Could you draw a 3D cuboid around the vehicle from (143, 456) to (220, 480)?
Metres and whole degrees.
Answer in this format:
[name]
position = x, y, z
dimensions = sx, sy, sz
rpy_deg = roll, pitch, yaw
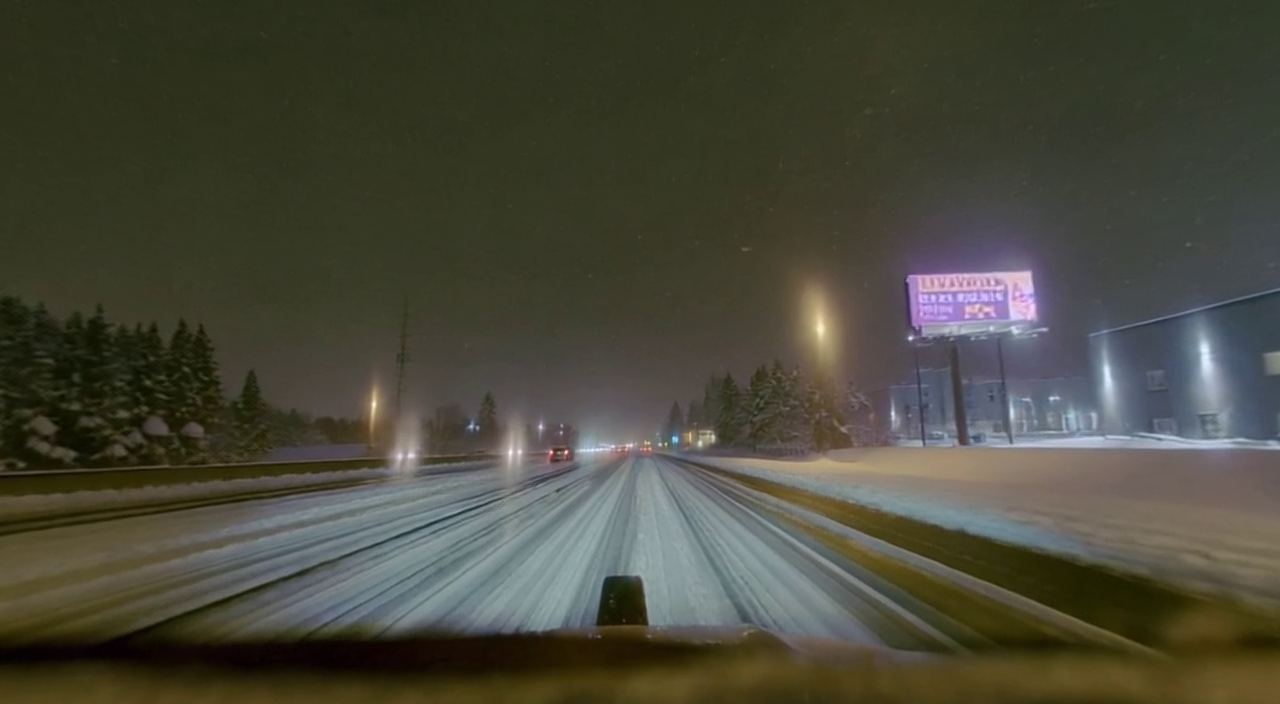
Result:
[vehicle]
position = -31.109, 7.847, 42.948
dimensions = 1.847, 1.448, 4.430
rpy_deg = 0, -8, 1
